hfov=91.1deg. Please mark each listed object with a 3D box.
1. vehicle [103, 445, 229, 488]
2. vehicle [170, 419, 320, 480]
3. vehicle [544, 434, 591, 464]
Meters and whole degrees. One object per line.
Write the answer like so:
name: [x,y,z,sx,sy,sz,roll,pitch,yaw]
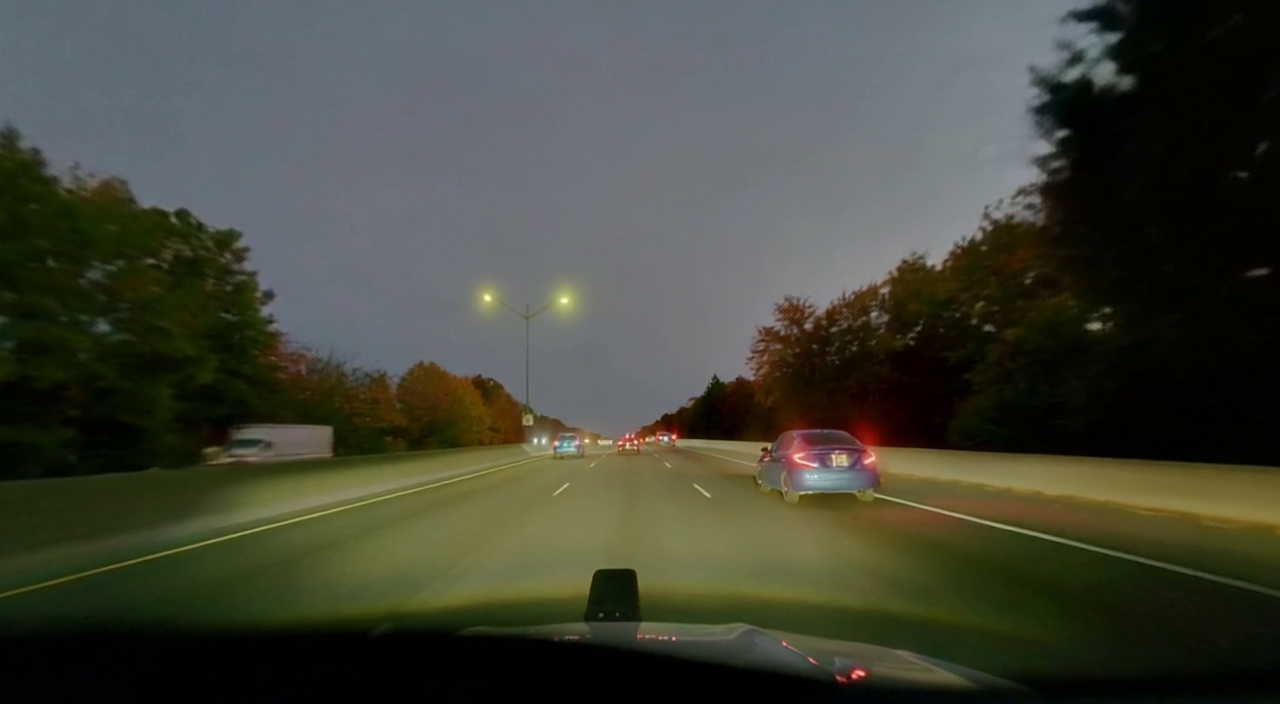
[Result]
vehicle: [-19.915,4.788,26.679,2.038,1.566,4.287,0,-8,-1]
vehicle: [-20.100,5.006,32.734,2.685,2.760,7.884,0,-8,0]
vehicle: [-3.917,5.313,34.752,2.103,1.507,4.367,0,-8,0]
